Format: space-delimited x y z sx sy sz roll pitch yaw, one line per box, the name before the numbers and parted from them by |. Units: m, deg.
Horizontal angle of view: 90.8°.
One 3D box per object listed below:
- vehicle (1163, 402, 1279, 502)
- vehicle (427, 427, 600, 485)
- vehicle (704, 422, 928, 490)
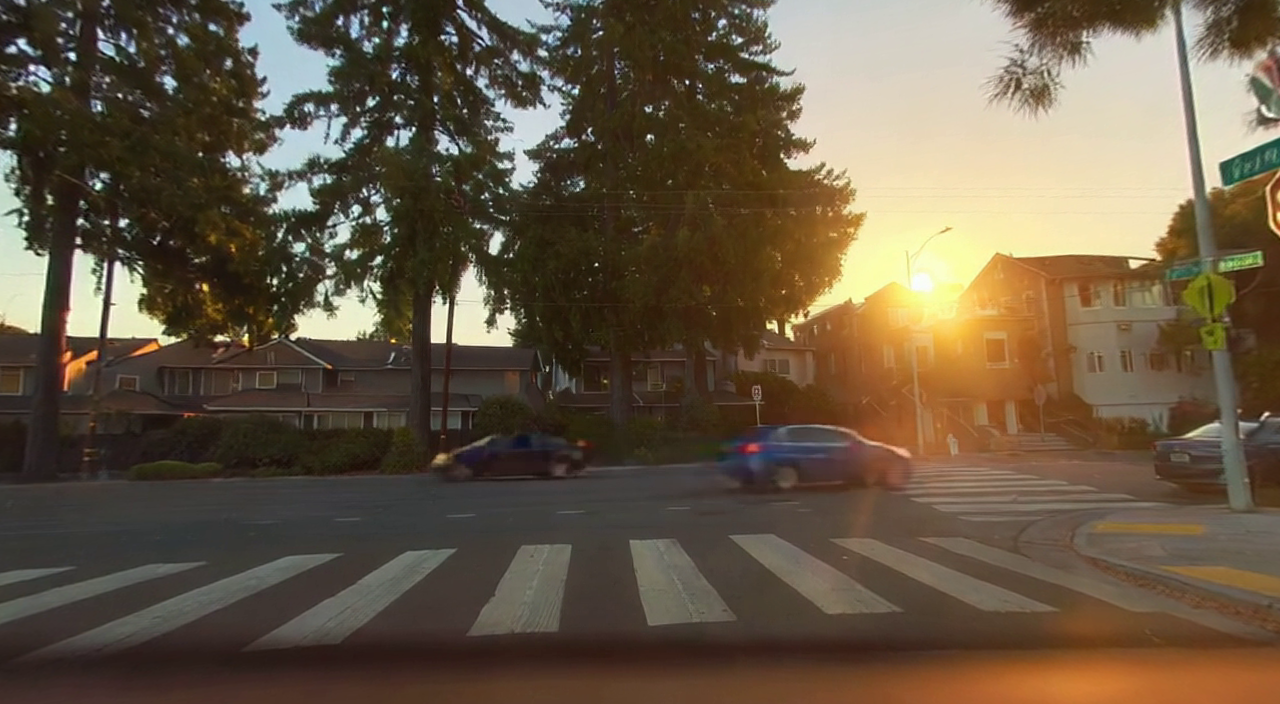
vehicle | 12.793 1.862 11.941 4.208 1.685 2.014 1 -8 -8
vehicle | -3.599 2.922 17.936 4.548 1.469 1.864 3 -9 -20
vehicle | 4.243 2.488 15.377 4.990 1.454 1.875 2 -9 -17
